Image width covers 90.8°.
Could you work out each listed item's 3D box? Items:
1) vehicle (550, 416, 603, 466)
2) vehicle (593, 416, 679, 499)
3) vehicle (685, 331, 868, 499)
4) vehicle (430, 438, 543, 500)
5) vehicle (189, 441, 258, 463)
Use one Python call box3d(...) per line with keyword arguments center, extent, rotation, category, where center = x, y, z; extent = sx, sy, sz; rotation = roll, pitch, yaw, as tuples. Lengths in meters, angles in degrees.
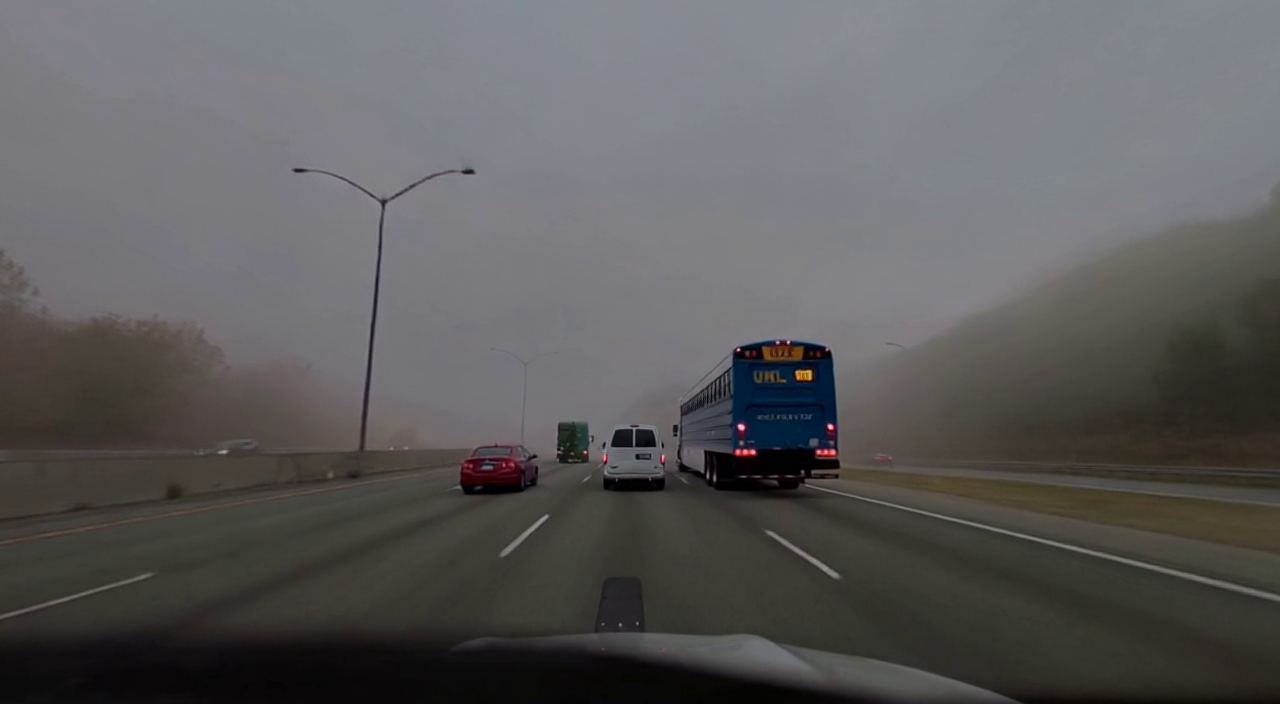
box3d(center=(-4.192, 6.093, 43.116), extent=(2.947, 3.009, 7.991), rotation=(0, -8, -1), category="vehicle")
box3d(center=(-0.195, 2.831, 17.229), extent=(2.037, 1.929, 4.343), rotation=(0, -8, -3), category="vehicle")
box3d(center=(3.797, 2.455, 22.049), extent=(3.006, 4.101, 13.245), rotation=(0, -8, -2), category="vehicle")
box3d(center=(-4.006, 3.112, 17.277), extent=(2.039, 1.453, 4.197), rotation=(0, -8, 0), category="vehicle")
box3d(center=(-28.948, 6.964, 44.043), extent=(1.806, 1.435, 4.578), rotation=(0, -8, -2), category="vehicle")
